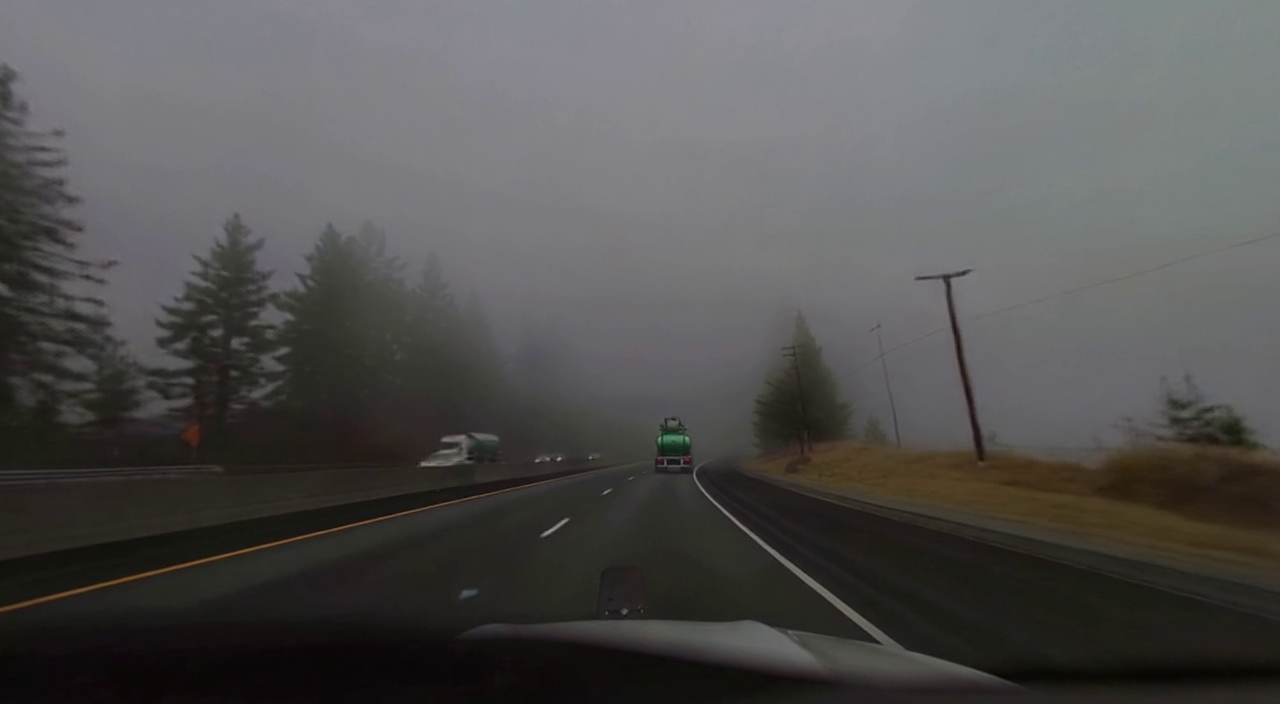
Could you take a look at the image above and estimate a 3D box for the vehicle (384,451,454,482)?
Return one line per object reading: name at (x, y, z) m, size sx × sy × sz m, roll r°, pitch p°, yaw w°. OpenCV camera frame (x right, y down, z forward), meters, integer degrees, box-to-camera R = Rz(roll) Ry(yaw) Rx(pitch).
vehicle at (-12.161, 6.310, 35.011) m, size 1.985 × 1.526 × 4.645 m, roll -1°, pitch -8°, yaw 3°
